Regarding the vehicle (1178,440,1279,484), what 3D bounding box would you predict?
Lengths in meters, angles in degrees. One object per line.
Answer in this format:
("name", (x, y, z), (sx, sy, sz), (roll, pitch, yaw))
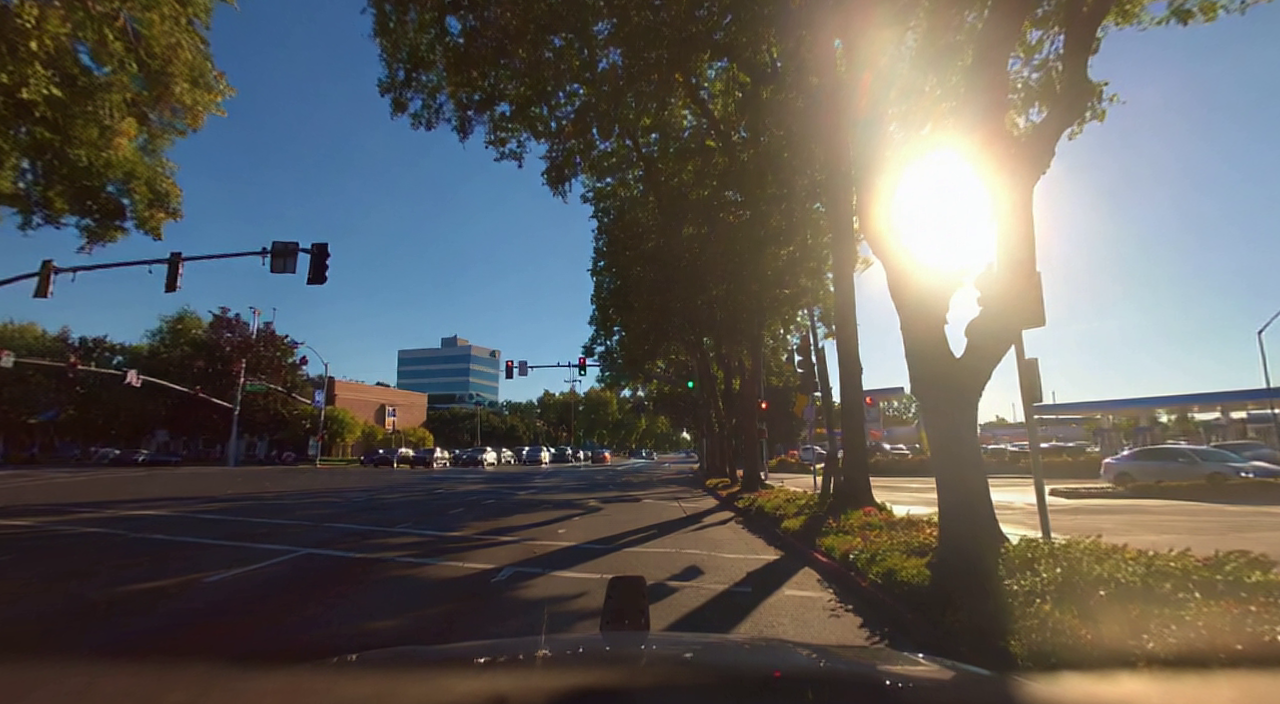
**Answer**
("vehicle", (22.092, 3.786, 21.834), (4.716, 1.455, 2.060), (-3, -9, 17))
